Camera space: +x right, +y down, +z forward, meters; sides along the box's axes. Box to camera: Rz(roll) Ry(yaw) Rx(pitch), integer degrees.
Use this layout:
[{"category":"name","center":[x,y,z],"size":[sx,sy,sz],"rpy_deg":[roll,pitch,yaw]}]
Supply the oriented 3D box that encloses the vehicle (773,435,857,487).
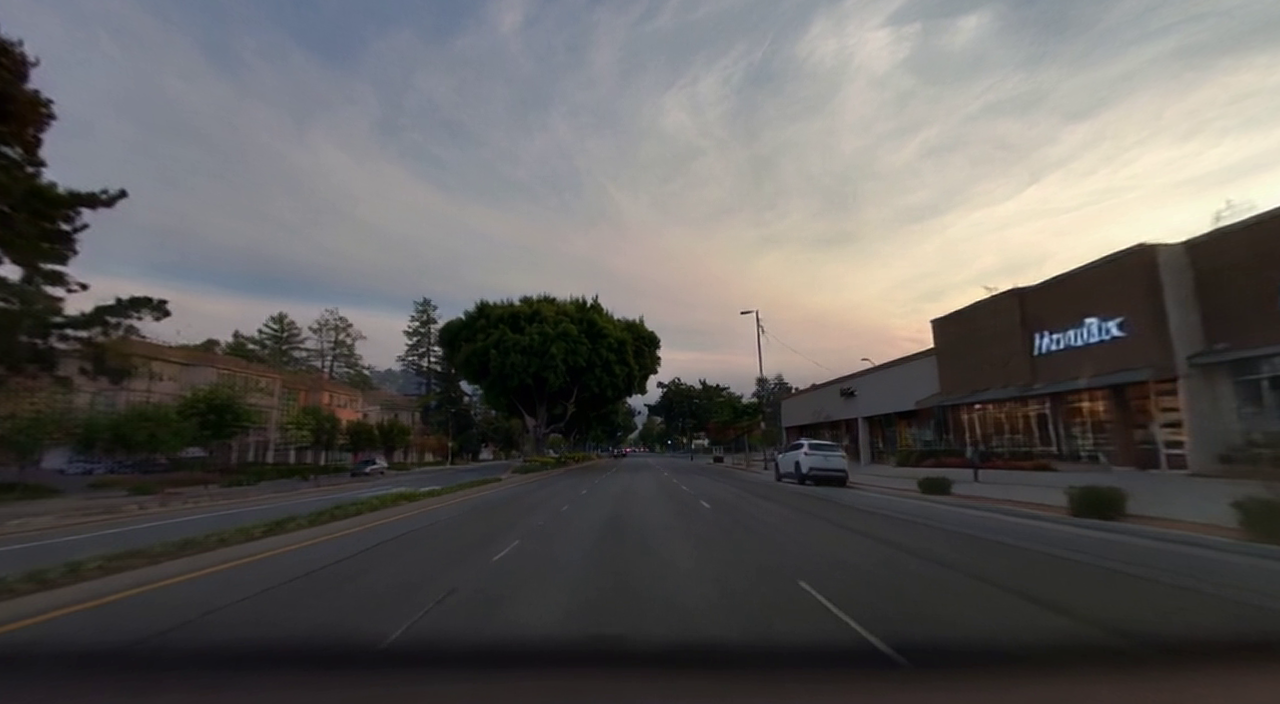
[{"category":"vehicle","center":[7.010,4.415,25.853],"size":[1.954,1.907,4.736],"rpy_deg":[0,-9,-1]}]

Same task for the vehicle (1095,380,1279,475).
[{"category":"vehicle","center":[13.904,1.723,13.681],"size":[6.592,1.676,4.007],"rpy_deg":[5,-10,-29]}]

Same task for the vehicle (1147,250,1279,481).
[{"category":"vehicle","center":[24.049,-0.236,16.291],"size":[16.415,6.611,1.394],"rpy_deg":[-7,-11,26]}]

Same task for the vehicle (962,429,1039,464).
[{"category":"vehicle","center":[14.409,3.776,25.210],"size":[3.386,1.301,0.852],"rpy_deg":[5,-10,-27]}]
